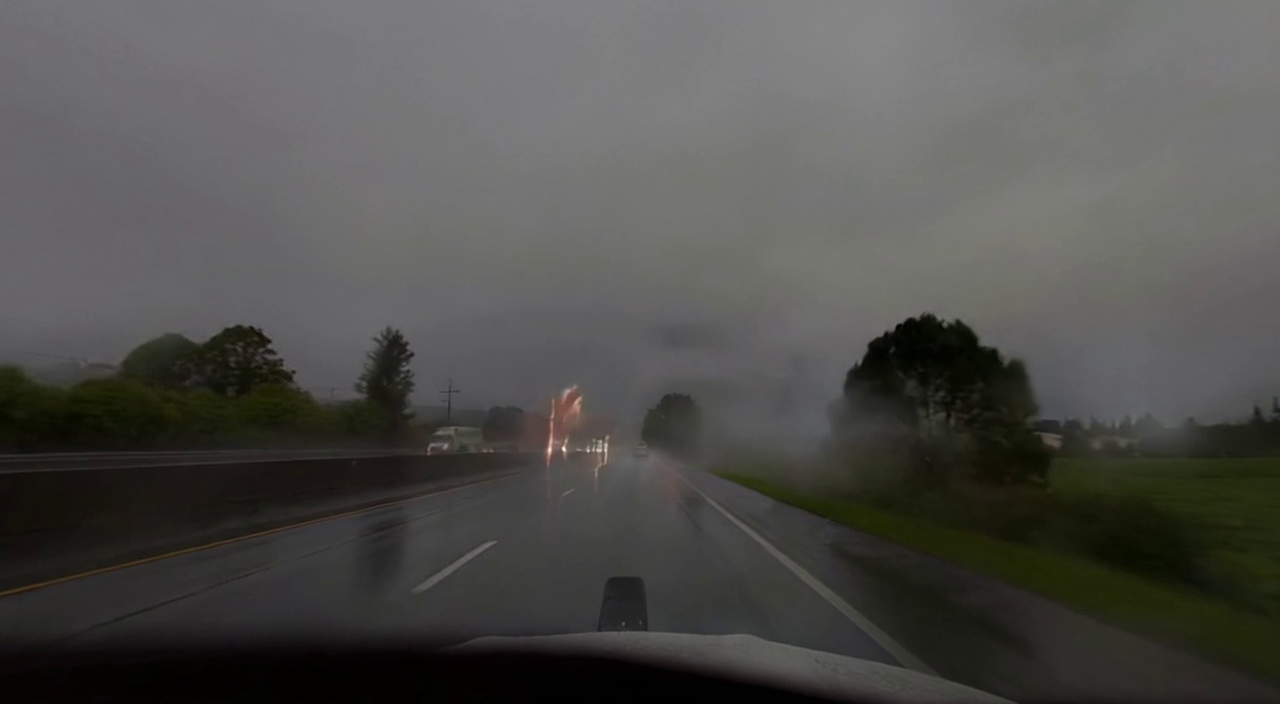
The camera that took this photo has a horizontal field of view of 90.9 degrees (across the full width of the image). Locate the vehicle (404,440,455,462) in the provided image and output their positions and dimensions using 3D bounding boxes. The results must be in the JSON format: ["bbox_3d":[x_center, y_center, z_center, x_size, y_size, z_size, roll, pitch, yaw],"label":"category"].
[{"bbox_3d":[-15.754,7.453,47.436,2.202,1.541,4.490,0,-9,1],"label":"vehicle"}]
